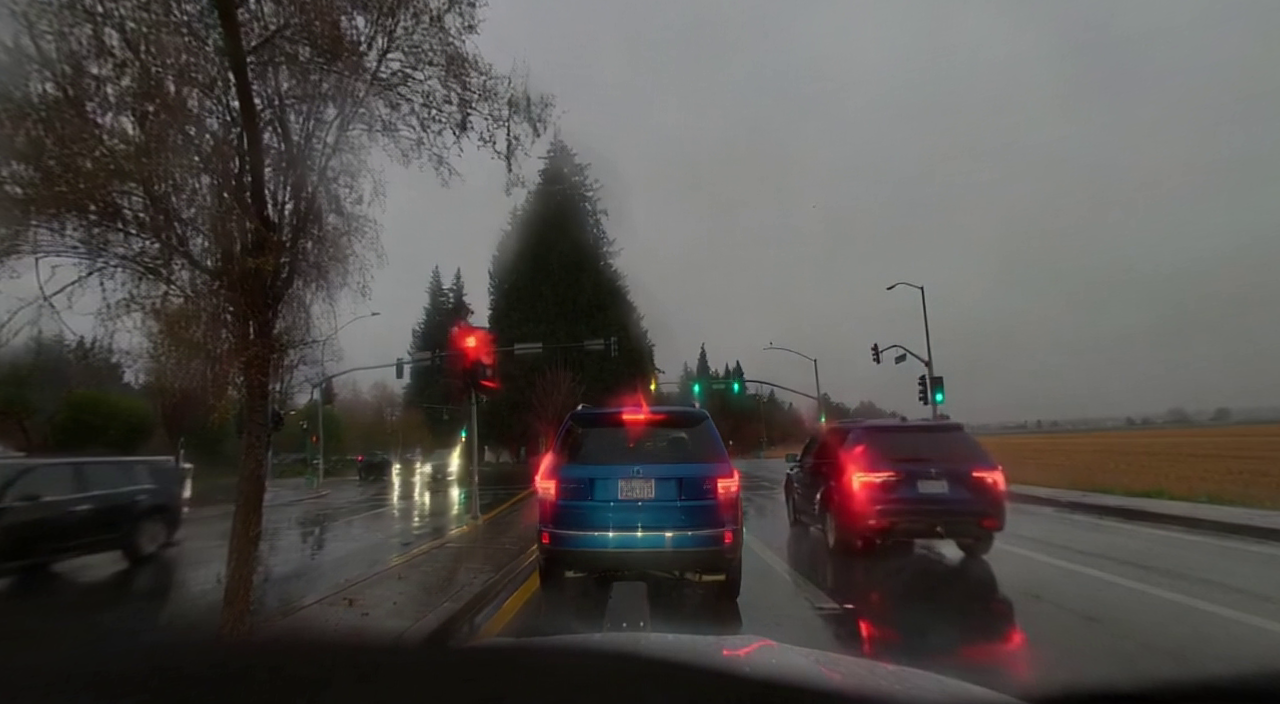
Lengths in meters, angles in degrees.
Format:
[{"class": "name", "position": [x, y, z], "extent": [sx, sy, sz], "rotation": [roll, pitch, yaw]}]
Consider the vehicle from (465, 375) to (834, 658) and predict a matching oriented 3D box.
[{"class": "vehicle", "position": [0.051, 1.331, 6.106], "extent": [2.298, 1.770, 4.138], "rotation": [0, -8, 0]}]

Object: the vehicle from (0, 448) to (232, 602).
[{"class": "vehicle", "position": [-7.943, 2.087, 8.251], "extent": [2.192, 1.606, 4.510], "rotation": [0, -8, 0]}]

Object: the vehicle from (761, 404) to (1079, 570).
[{"class": "vehicle", "position": [3.324, 1.720, 8.811], "extent": [2.340, 1.693, 4.516], "rotation": [0, -8, 0]}]

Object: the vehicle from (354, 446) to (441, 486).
[{"class": "vehicle", "position": [-11.310, 5.237, 29.280], "extent": [2.026, 1.680, 4.608], "rotation": [8, -12, -44]}]

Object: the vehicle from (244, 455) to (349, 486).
[{"class": "vehicle", "position": [-18.049, 6.176, 33.164], "extent": [4.559, 1.458, 2.265], "rotation": [-3, -9, 19]}]
